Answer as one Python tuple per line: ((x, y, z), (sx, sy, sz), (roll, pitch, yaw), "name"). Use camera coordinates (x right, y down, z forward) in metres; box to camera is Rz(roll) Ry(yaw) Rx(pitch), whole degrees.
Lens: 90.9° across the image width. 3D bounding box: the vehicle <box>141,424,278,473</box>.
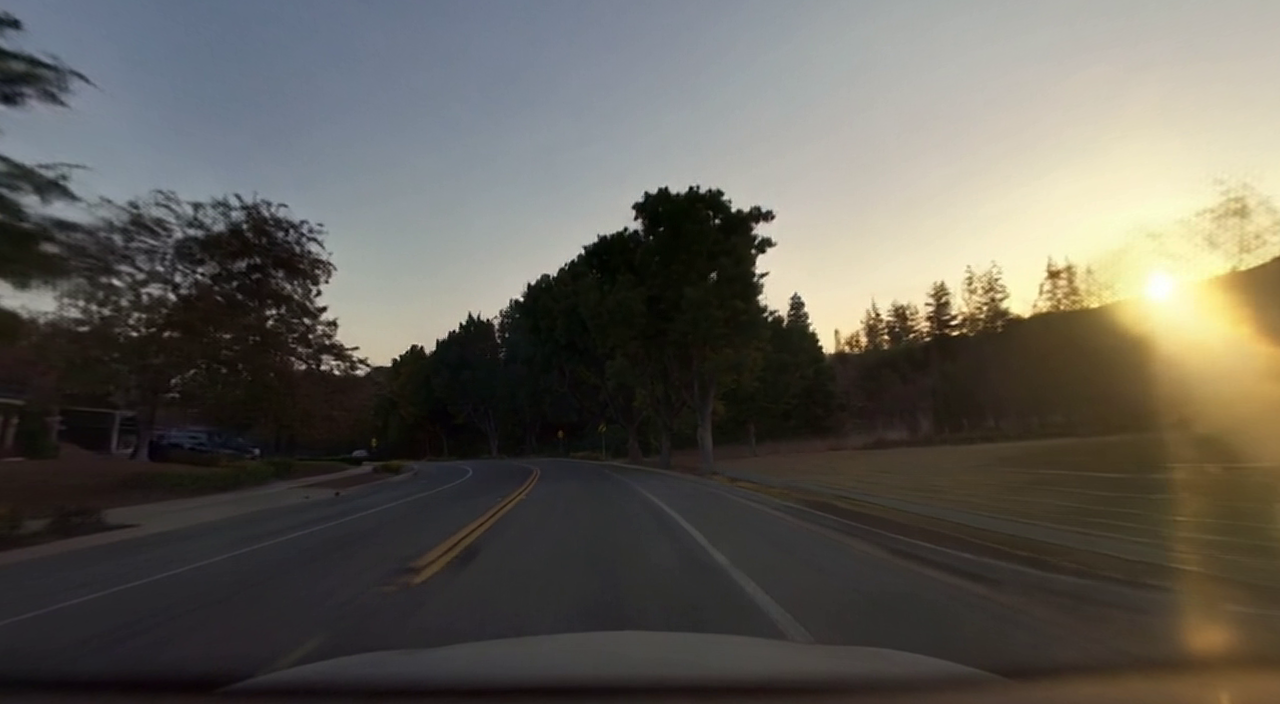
((-17.560, 3.908, 25.745), (4.562, 1.857, 2.129), (-2, -9, 18), "vehicle")
